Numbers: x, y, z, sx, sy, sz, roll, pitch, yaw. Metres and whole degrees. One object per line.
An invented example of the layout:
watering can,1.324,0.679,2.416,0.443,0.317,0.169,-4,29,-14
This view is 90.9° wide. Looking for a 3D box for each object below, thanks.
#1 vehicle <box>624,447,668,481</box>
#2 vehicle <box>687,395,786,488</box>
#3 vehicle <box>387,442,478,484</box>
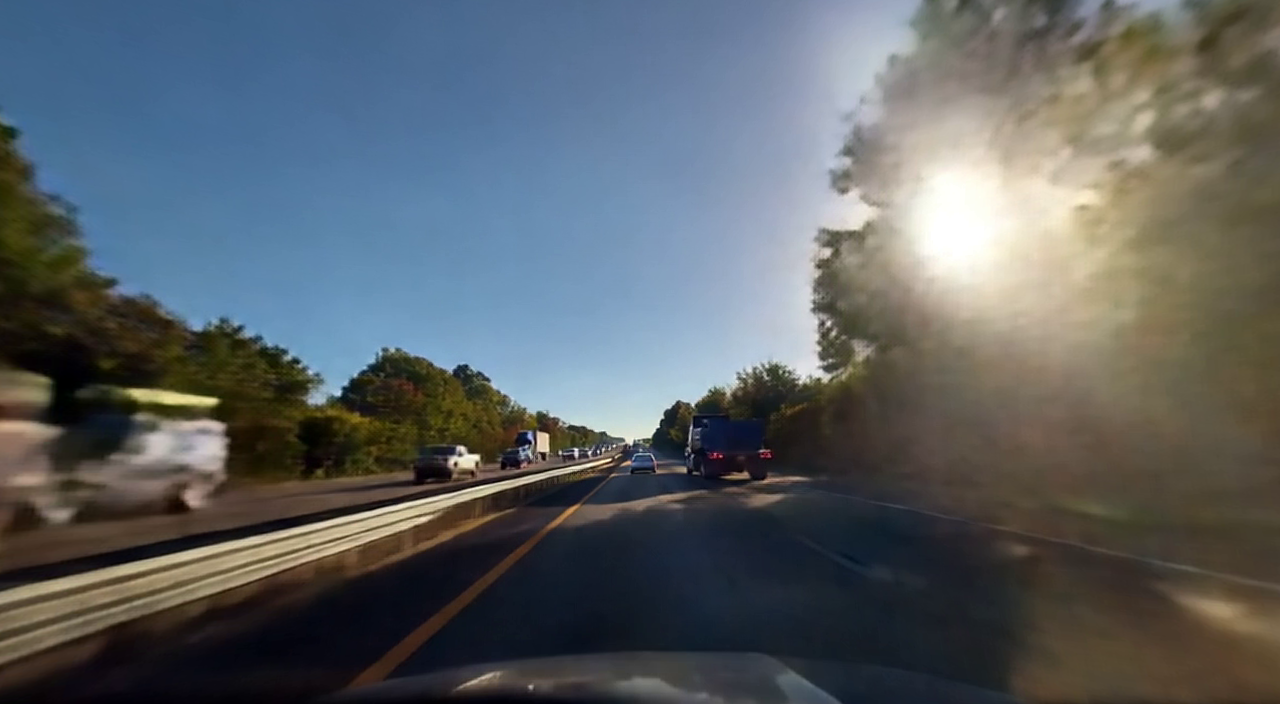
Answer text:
vehicle,0.277,5.328,30.215,1.939,1.495,3.612,0,-9,0
vehicle,4.331,4.532,31.407,2.885,3.679,12.102,0,-9,0
vehicle,-8.017,4.340,24.857,2.039,1.492,4.464,0,-9,0
